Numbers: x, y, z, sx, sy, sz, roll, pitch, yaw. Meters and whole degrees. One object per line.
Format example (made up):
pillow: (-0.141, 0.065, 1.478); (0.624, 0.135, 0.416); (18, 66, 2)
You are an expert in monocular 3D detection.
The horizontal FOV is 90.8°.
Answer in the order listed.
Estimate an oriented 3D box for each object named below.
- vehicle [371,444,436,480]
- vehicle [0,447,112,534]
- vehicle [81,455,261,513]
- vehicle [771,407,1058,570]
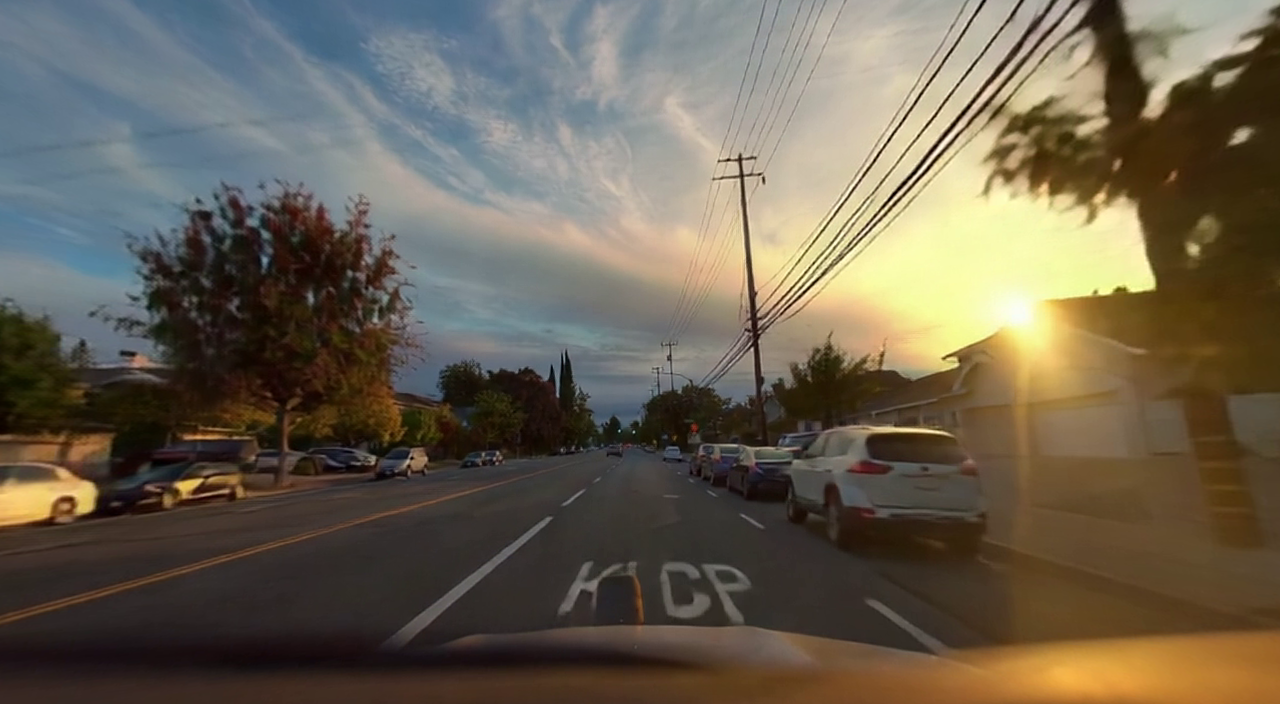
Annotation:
vehicle: (-13.727, 6.349, 36.982); (2.137, 1.852, 4.541); (-2, -8, 0)
vehicle: (-13.932, 2.831, 12.890); (1.913, 1.745, 4.992); (0, -9, 1)
vehicle: (-13.885, 3.898, 19.157); (1.887, 1.490, 4.656); (0, -9, 0)
vehicle: (3.445, 1.829, 9.156); (2.045, 1.746, 4.564); (0, -9, 0)
